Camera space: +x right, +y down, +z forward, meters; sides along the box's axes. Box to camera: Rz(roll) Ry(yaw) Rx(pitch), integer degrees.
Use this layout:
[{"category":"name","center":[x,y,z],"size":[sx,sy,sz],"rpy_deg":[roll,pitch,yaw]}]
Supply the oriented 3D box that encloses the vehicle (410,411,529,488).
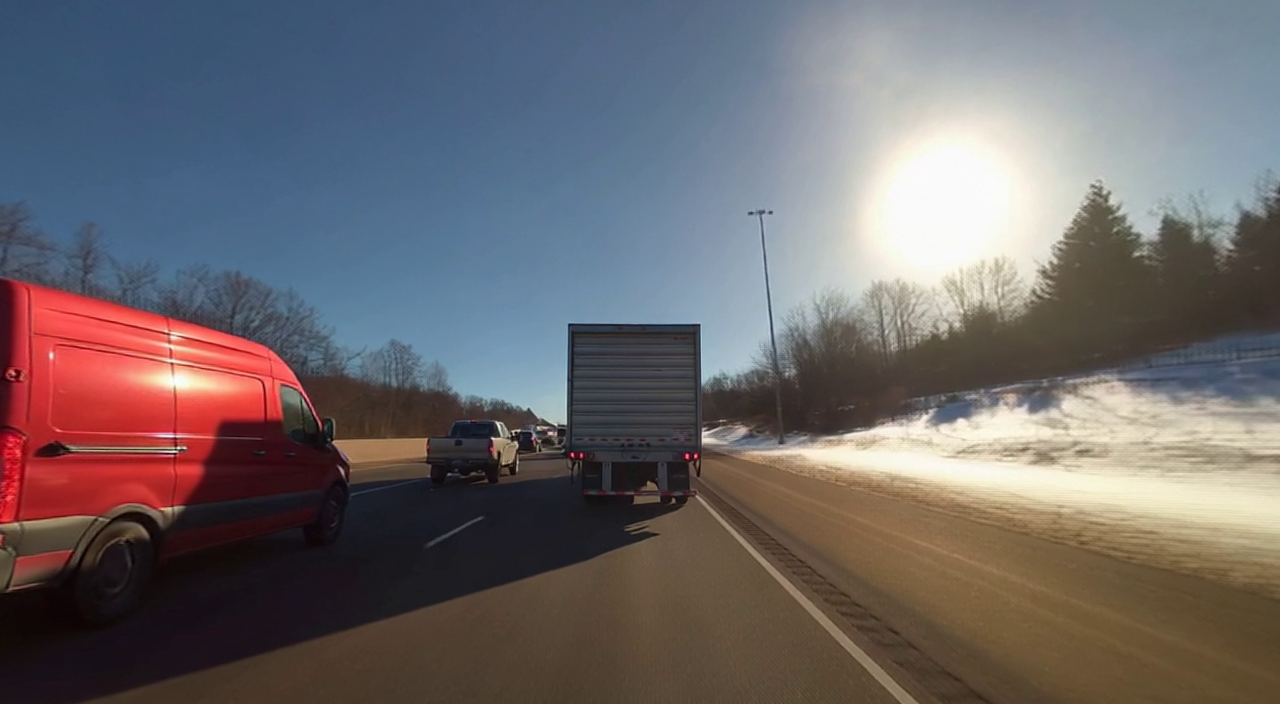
[{"category":"vehicle","center":[-4.880,2.887,18.927],"size":[2.168,1.985,4.952],"rpy_deg":[0,-8,0]}]

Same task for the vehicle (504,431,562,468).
[{"category":"vehicle","center":[-4.856,4.478,29.179],"size":[1.931,1.539,4.441],"rpy_deg":[0,-8,0]}]

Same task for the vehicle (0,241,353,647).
[{"category":"vehicle","center":[-5.262,0.857,5.995],"size":[2.478,2.515,5.438],"rpy_deg":[0,-8,-1]}]

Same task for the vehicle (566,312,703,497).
[{"category":"vehicle","center":[-0.196,1.788,18.790],"size":[2.953,4.041,10.072],"rpy_deg":[0,-8,-1]}]
